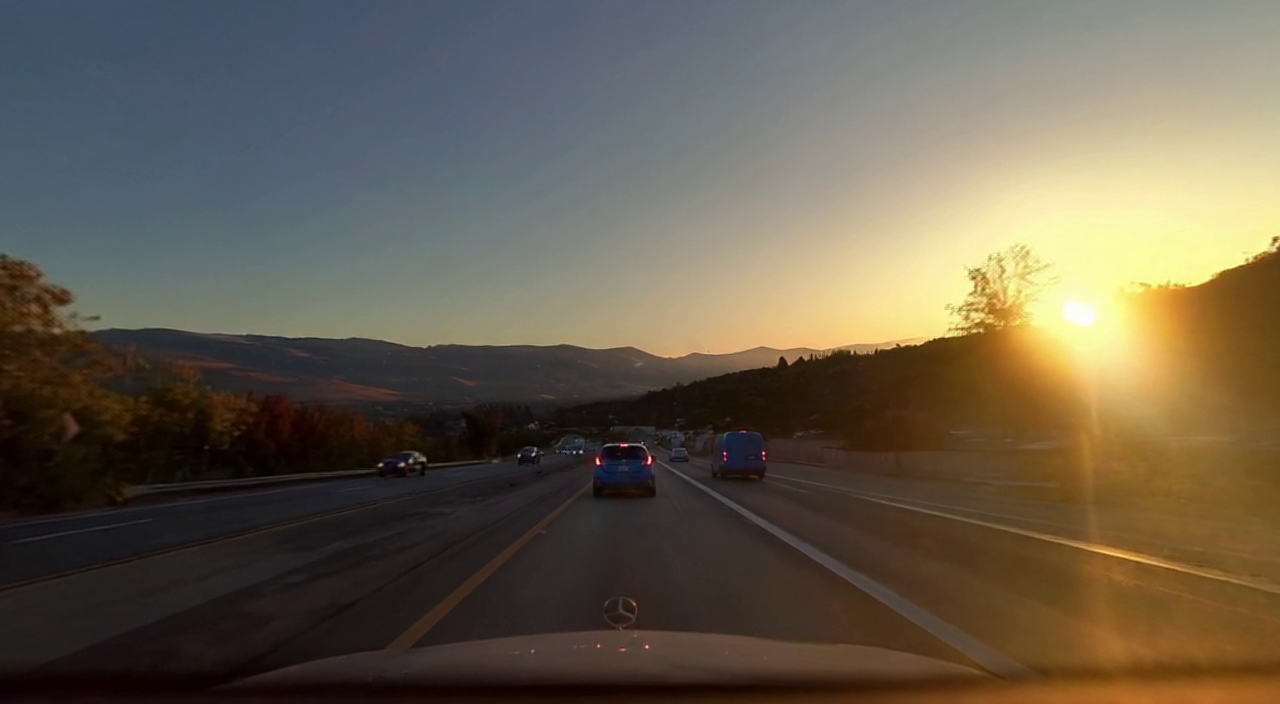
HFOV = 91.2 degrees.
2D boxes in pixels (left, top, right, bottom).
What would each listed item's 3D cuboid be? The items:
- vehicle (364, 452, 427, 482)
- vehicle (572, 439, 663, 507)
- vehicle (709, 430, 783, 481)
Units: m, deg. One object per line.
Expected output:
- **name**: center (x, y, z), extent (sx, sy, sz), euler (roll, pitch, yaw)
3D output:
- **vehicle**: center (-13.763, 6.488, 35.590), extent (1.910, 1.517, 4.274), euler (0, -9, -1)
- **vehicle**: center (-0.504, 2.978, 15.799), extent (2.029, 1.483, 3.769), euler (0, -9, 0)
- **vehicle**: center (4.404, 4.404, 26.934), extent (2.261, 1.952, 4.784), euler (0, -9, -1)
